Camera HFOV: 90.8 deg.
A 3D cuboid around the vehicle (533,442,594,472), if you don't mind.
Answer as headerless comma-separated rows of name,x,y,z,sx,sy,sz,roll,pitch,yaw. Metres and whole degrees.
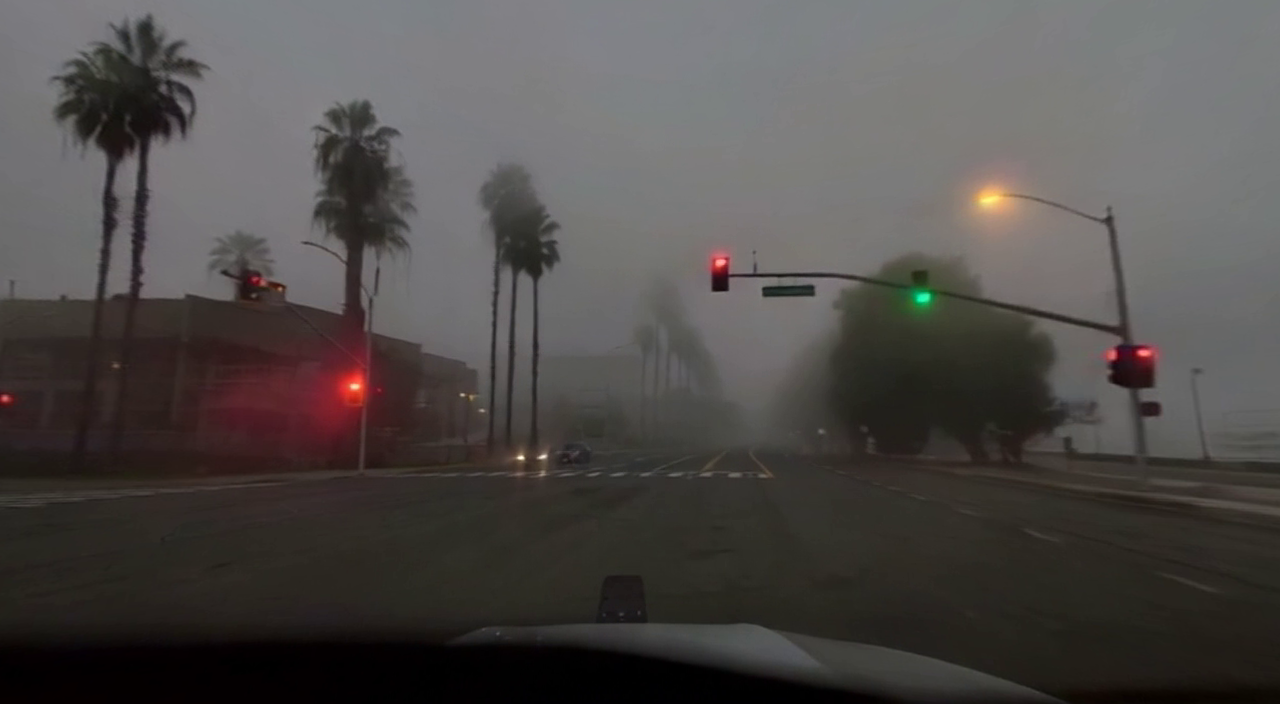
vehicle,-3.933,5.518,33.340,2.149,1.477,4.186,-1,-9,9
